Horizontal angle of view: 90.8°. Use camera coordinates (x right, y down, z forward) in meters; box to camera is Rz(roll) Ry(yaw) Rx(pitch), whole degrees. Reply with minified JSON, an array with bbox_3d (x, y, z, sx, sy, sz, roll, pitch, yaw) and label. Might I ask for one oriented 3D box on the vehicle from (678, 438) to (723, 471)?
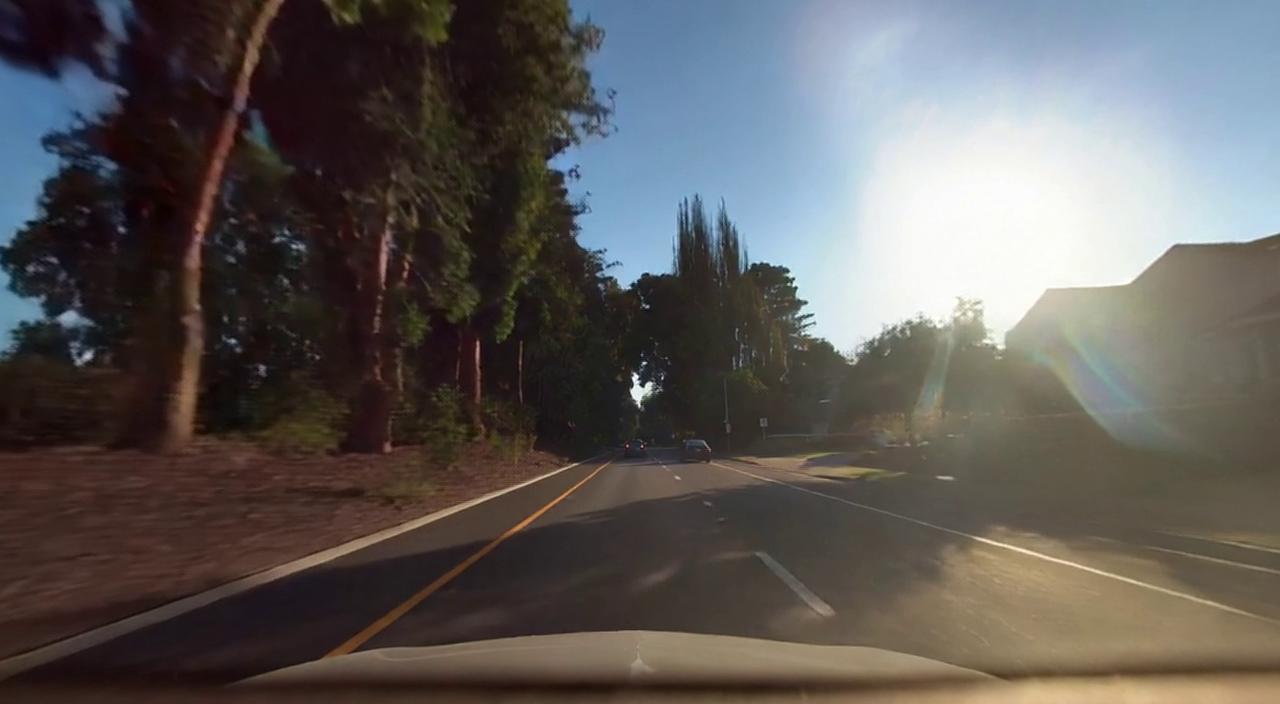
[{"bbox_3d":[3.168,5.466,33.864,1.888,1.640,4.044,0,-8,-2],"label":"vehicle"}]
